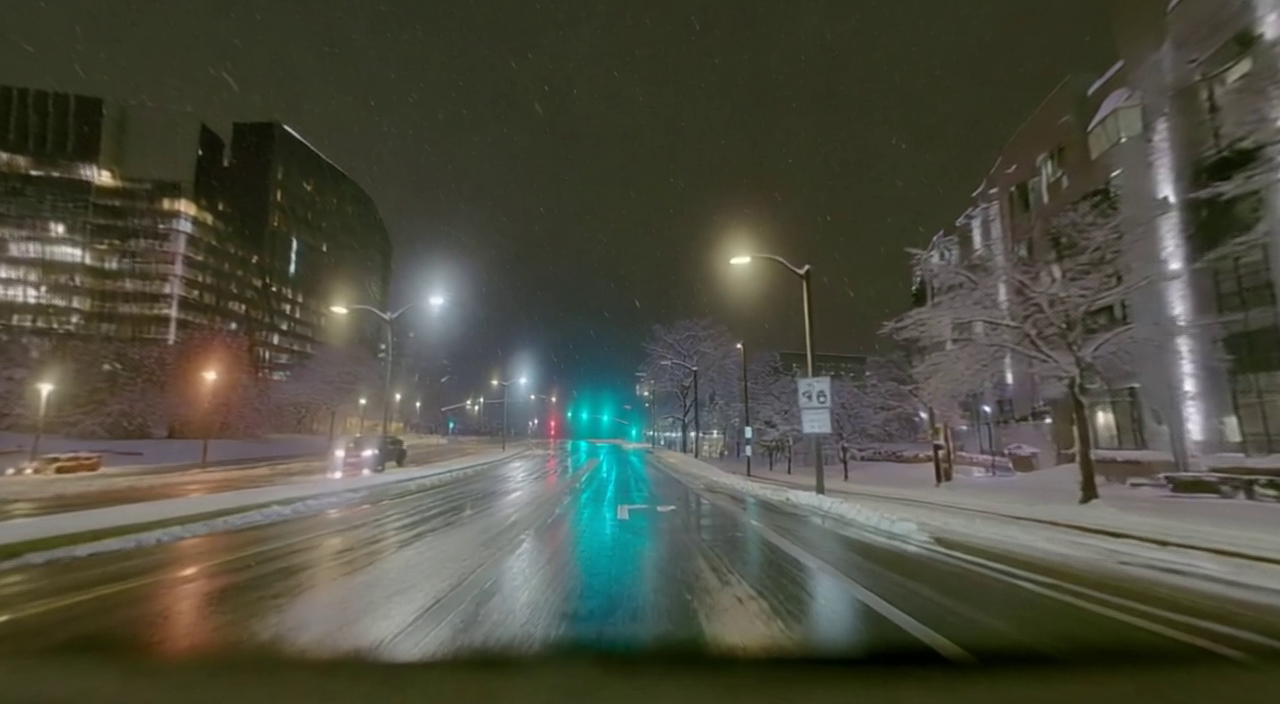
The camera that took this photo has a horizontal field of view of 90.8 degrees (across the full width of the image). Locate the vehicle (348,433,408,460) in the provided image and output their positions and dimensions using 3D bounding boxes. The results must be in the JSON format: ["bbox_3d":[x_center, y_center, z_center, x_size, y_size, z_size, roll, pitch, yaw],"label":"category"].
[{"bbox_3d":[-18.621,6.756,45.130,2.066,1.791,4.878,0,-8,1],"label":"vehicle"}]

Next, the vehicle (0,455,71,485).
[{"bbox_3d":[-32.659,6.196,33.318,1.794,1.427,3.715,0,-8,0],"label":"vehicle"}]
